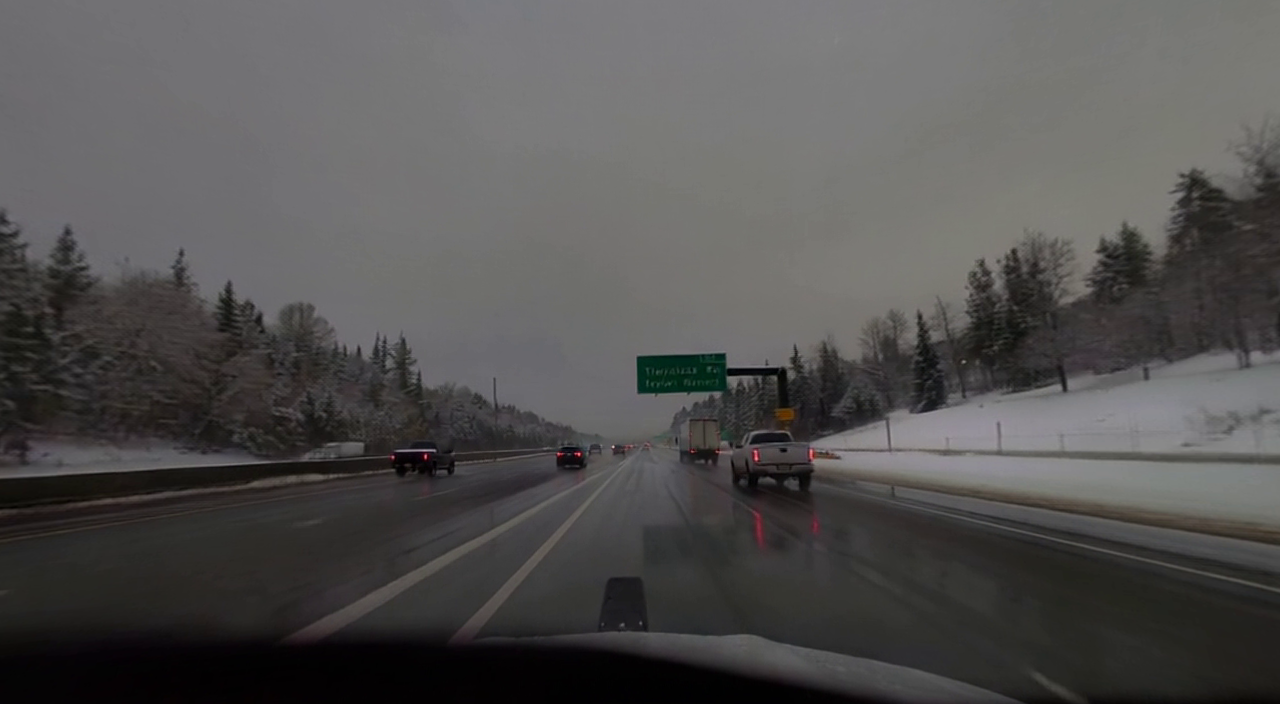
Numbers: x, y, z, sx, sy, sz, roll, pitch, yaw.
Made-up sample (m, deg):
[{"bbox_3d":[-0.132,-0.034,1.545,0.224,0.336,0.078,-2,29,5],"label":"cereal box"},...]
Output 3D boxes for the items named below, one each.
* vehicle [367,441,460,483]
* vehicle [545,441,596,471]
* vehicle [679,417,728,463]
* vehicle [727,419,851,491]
[{"bbox_3d":[-8.682,4.217,24.625,1.899,1.465,4.589,0,-8,0],"label":"vehicle"},{"bbox_3d":[-3.537,5.374,32.802,1.981,1.473,4.317,0,-8,2],"label":"vehicle"},{"bbox_3d":[4.524,6.464,46.243,2.732,3.052,7.118,0,-8,-1],"label":"vehicle"},{"bbox_3d":[4.497,3.292,20.441,2.355,1.930,6.633,0,-8,-1],"label":"vehicle"}]
